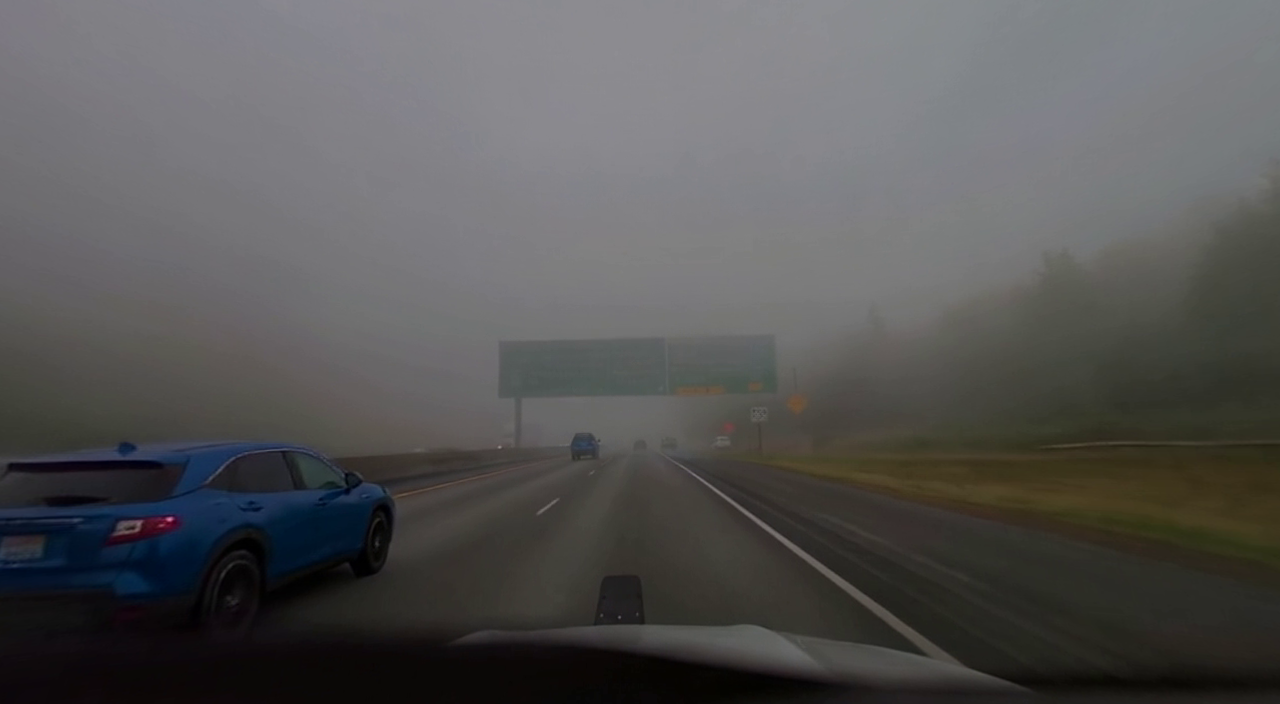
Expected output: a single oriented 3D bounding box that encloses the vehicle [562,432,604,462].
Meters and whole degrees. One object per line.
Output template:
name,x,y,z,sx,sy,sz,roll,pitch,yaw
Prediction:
vehicle,-3.296,5.645,37.278,2.125,1.662,4.336,0,-8,0
